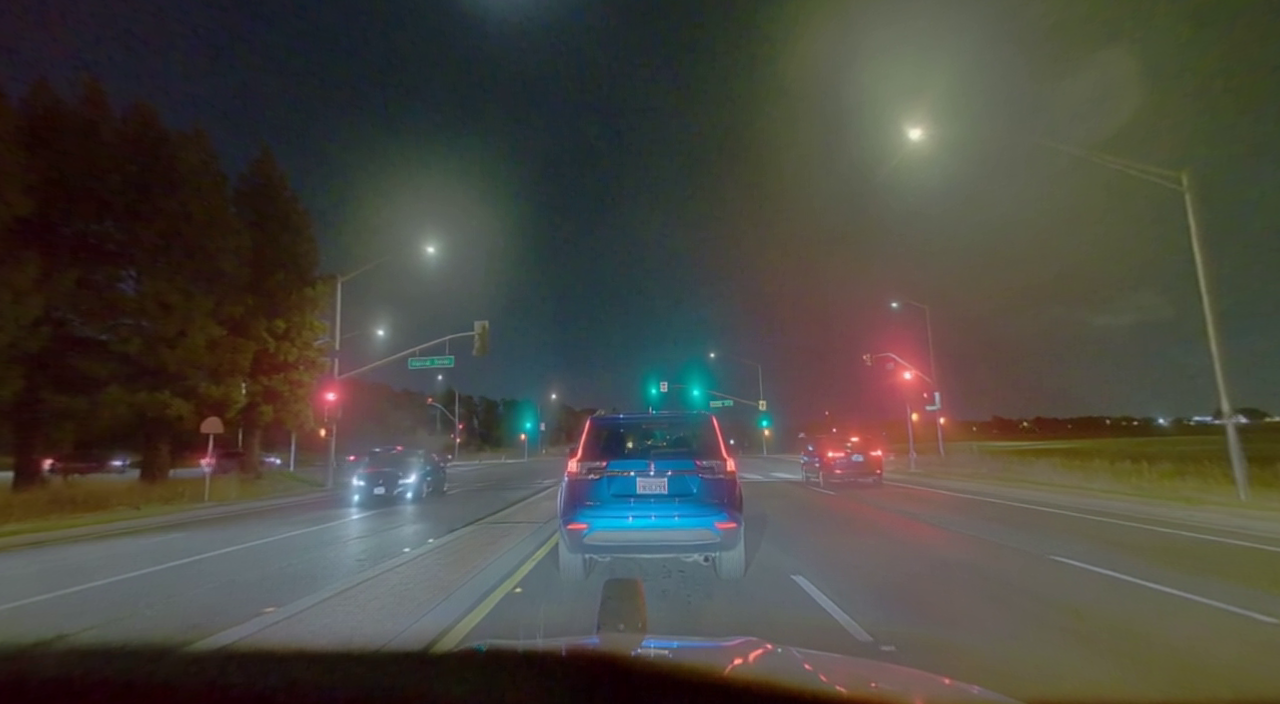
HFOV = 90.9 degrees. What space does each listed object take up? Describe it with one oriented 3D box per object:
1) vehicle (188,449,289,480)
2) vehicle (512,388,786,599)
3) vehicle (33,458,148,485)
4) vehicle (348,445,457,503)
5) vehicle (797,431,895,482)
[{"bbox_3d":[-23.381,6.535,36.804,4.608,1.680,2.026,-1,-8,8],"label":"vehicle"},{"bbox_3d":[0.065,1.491,7.465,2.298,1.770,4.138,0,-8,0],"label":"vehicle"},{"bbox_3d":[-31.679,6.880,36.446,4.559,1.458,2.265,0,-8,1],"label":"vehicle"},{"bbox_3d":[-7.020,3.601,19.222,2.425,1.480,4.707,2,-9,-12],"label":"vehicle"},{"bbox_3d":[7.138,3.669,22.401,2.012,1.636,4.352,0,-8,0],"label":"vehicle"}]
